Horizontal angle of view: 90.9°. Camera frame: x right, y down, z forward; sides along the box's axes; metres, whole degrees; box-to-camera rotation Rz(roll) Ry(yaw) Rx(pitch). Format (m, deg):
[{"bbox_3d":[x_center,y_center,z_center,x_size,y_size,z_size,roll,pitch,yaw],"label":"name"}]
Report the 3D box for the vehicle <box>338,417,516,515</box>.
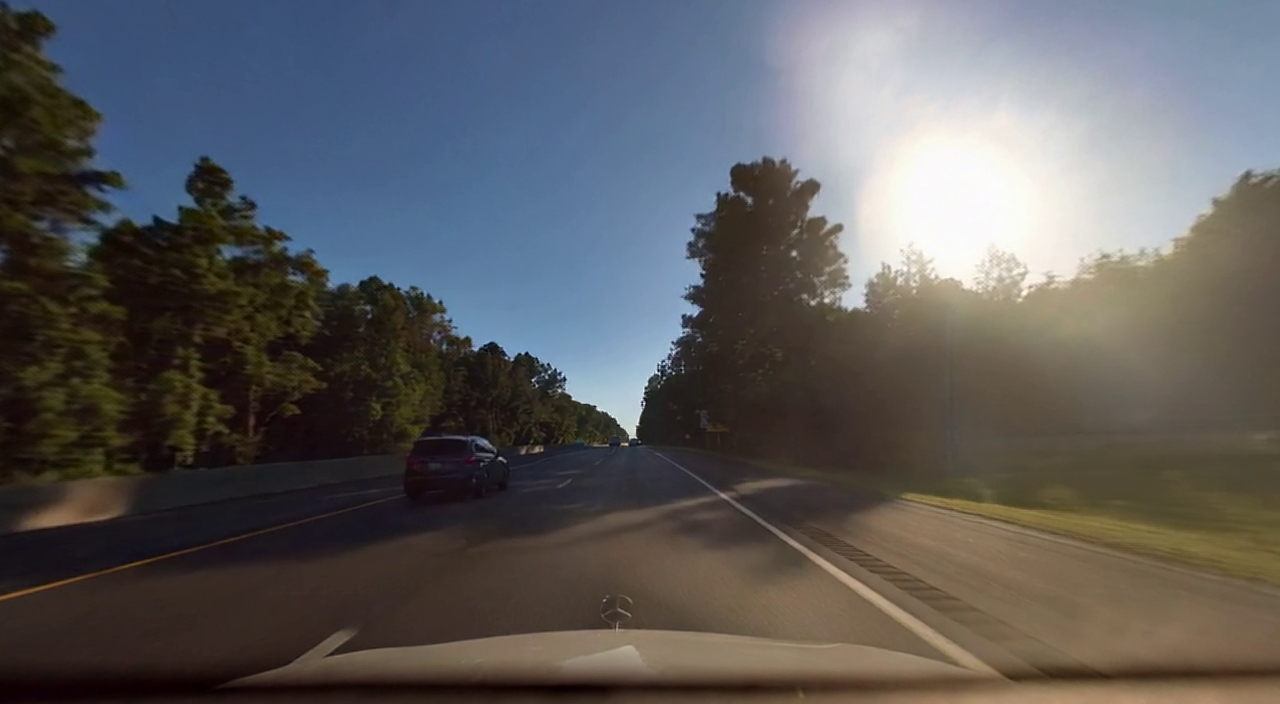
[{"bbox_3d":[-4.134,2.287,13.198,2.185,1.677,4.390,0,-8,0],"label":"vehicle"}]
